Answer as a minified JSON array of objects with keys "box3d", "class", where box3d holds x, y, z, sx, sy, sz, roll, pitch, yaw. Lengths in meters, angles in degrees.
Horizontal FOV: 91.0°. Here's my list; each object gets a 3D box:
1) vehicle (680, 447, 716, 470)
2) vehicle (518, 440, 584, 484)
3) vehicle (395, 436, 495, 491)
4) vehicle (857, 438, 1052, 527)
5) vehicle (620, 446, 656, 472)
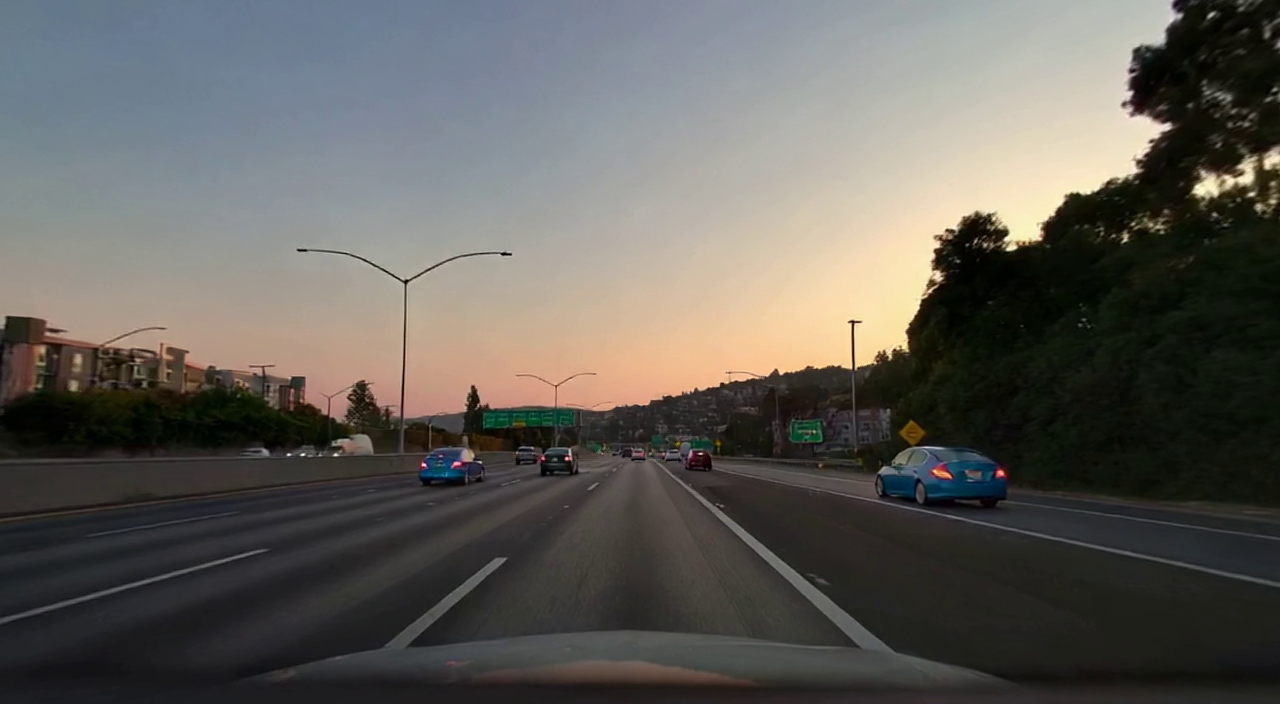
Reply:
[{"box3d":[3.949,7.336,43.615,2.077,1.527,4.553,0,-9,0],"class":"vehicle"},{"box3d":[-3.584,4.509,26.147,2.091,1.664,4.157,0,-9,1],"class":"vehicle"},{"box3d":[-6.712,3.876,22.284,2.112,1.721,4.381,0,-9,0],"class":"vehicle"},{"box3d":[6.503,2.711,13.759,1.981,1.587,4.519,0,-9,1],"class":"vehicle"},{"box3d":[-0.116,6.732,39.798,2.166,1.496,4.158,0,-9,0],"class":"vehicle"}]
